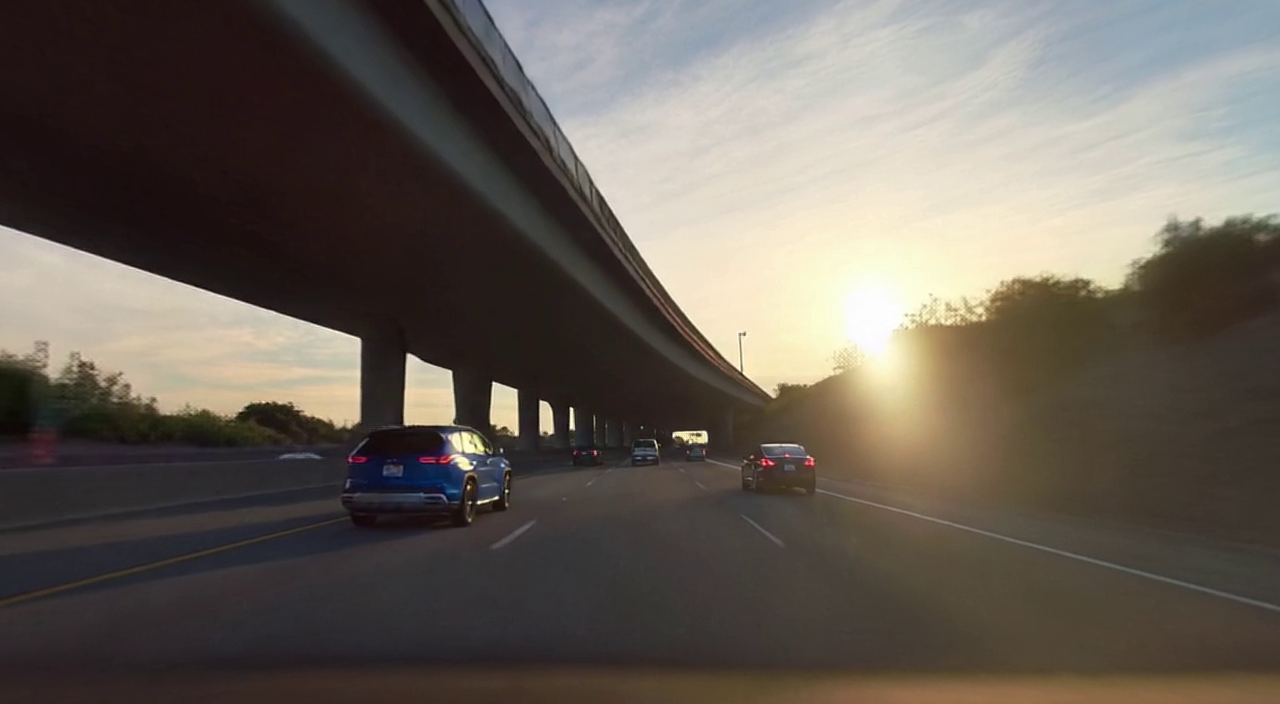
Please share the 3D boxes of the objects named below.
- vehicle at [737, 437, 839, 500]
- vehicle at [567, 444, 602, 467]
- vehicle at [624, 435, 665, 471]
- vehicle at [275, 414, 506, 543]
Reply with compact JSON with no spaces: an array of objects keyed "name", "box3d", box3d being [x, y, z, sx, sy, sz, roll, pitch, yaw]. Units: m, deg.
[{"name":"vehicle","box3d":[4.002,3.216,17.709,1.959,1.554,3.795,0,-9,0]},{"name":"vehicle","box3d":[-3.860,7.292,44.480,1.994,1.475,4.171,0,-9,1]},{"name":"vehicle","box3d":[0.254,5.653,35.370,2.155,1.909,4.529,0,-9,0]},{"name":"vehicle","box3d":[-3.926,2.090,10.989,2.089,1.751,4.515,0,-9,1]}]
